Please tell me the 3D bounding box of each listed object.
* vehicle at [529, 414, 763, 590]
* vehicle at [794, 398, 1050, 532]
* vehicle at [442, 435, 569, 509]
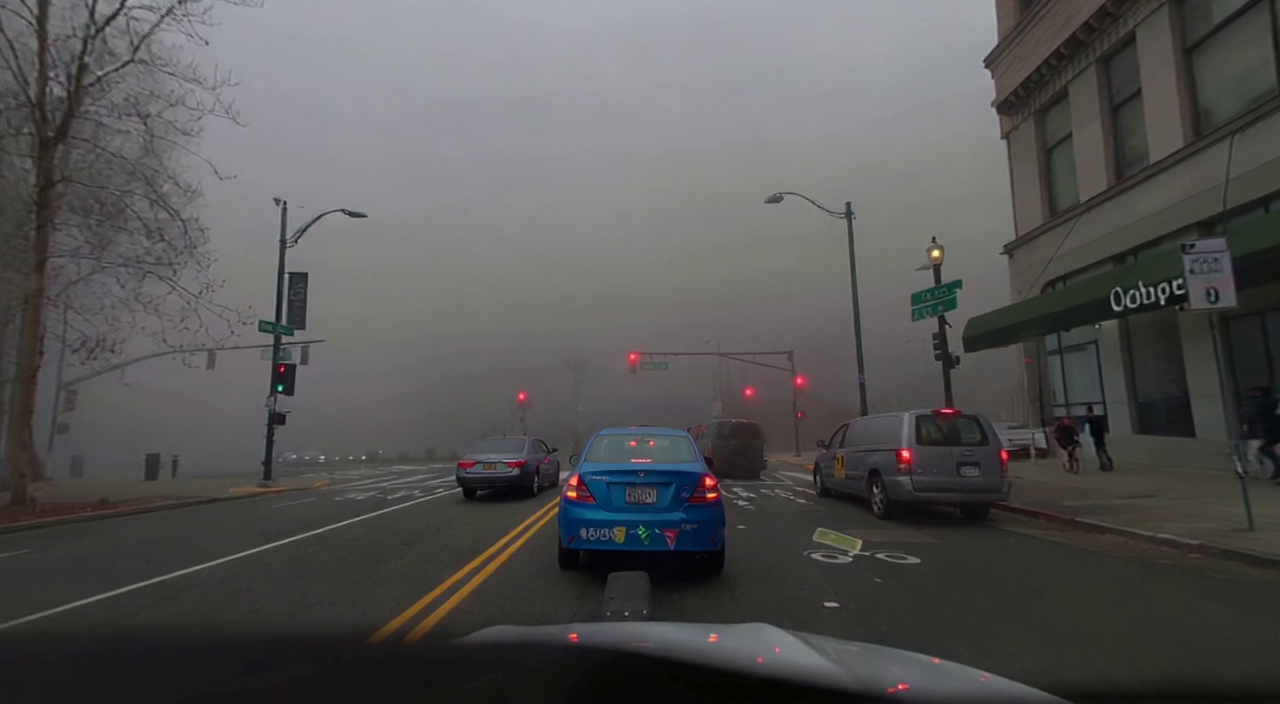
[{"bbox_3d":[0.037,1.651,7.726,2.091,1.557,4.000,0,-9,0],"label":"vehicle"},{"bbox_3d":[4.504,1.911,11.154,2.142,1.829,4.767,0,-9,-2],"label":"vehicle"},{"bbox_3d":[-2.966,2.751,14.963,2.039,1.452,4.489,0,-9,0],"label":"vehicle"}]
